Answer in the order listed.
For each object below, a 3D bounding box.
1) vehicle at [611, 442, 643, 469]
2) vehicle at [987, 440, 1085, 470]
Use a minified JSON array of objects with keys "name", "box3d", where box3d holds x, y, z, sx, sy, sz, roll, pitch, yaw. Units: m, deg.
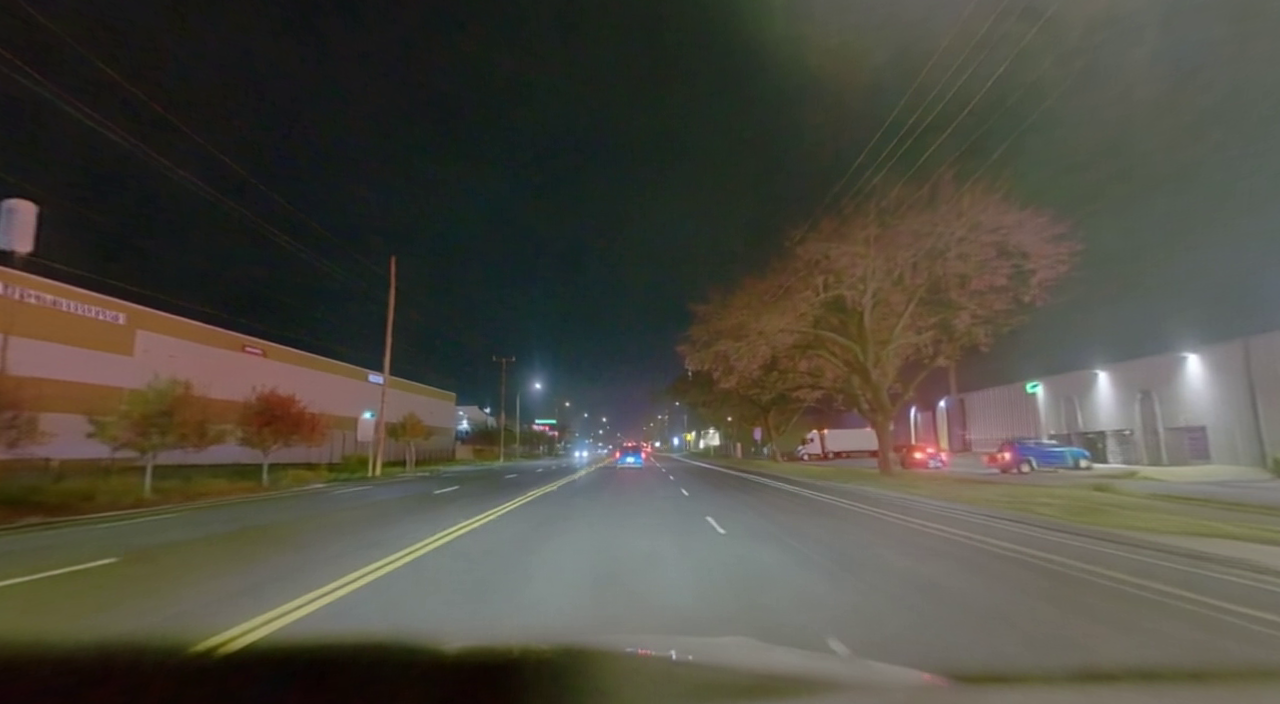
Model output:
[{"name":"vehicle","box3d":[-0.771,6.413,39.218,1.937,1.588,3.746,0,-9,0]},{"name":"vehicle","box3d":[24.859,6.491,39.790,4.805,1.781,1.974,0,-9,0]}]
